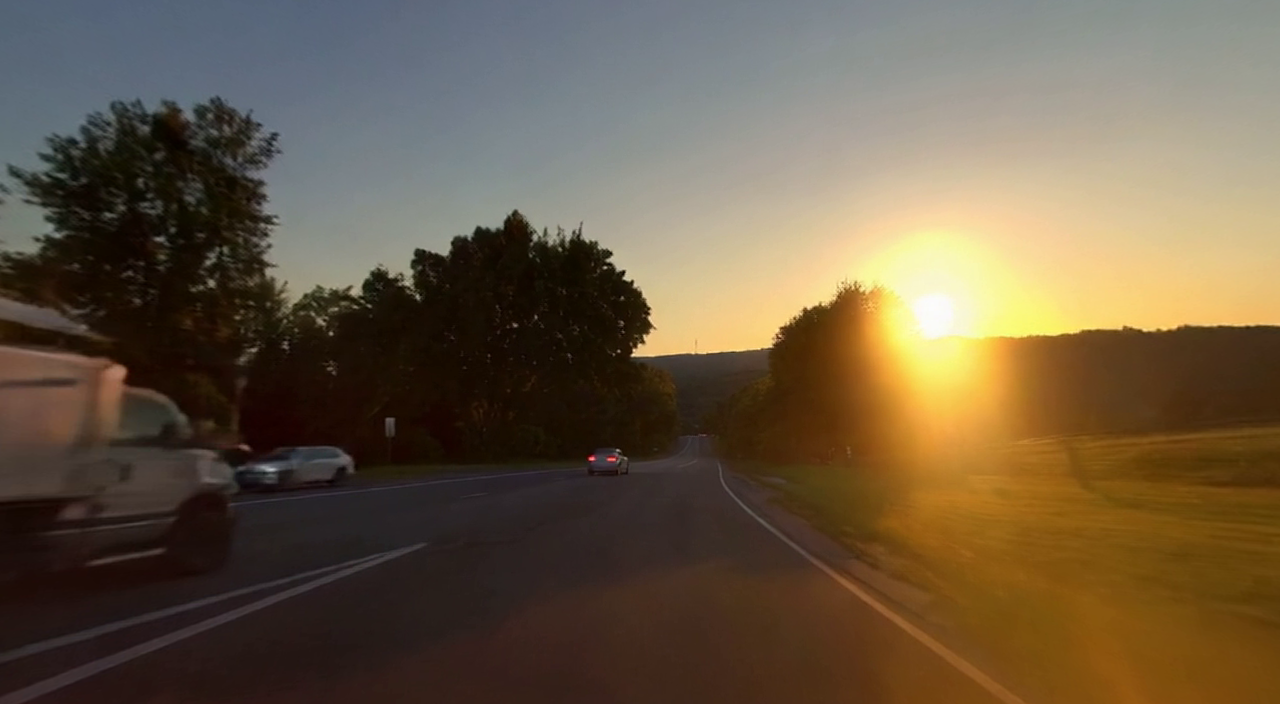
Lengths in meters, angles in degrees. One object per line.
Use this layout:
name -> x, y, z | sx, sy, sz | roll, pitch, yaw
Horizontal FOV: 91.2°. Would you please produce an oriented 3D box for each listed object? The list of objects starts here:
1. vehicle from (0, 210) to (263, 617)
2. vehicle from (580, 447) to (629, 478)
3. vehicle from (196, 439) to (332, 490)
vehicle -> -6.876, 0.379, 4.424 | 2.757, 3.370, 7.606 | -1, -9, 9
vehicle -> -2.027, 6.473, 36.912 | 2.106, 1.679, 3.908 | -1, -9, 8
vehicle -> -19.561, 5.886, 33.178 | 2.387, 2.412, 6.602 | -1, -9, 8
